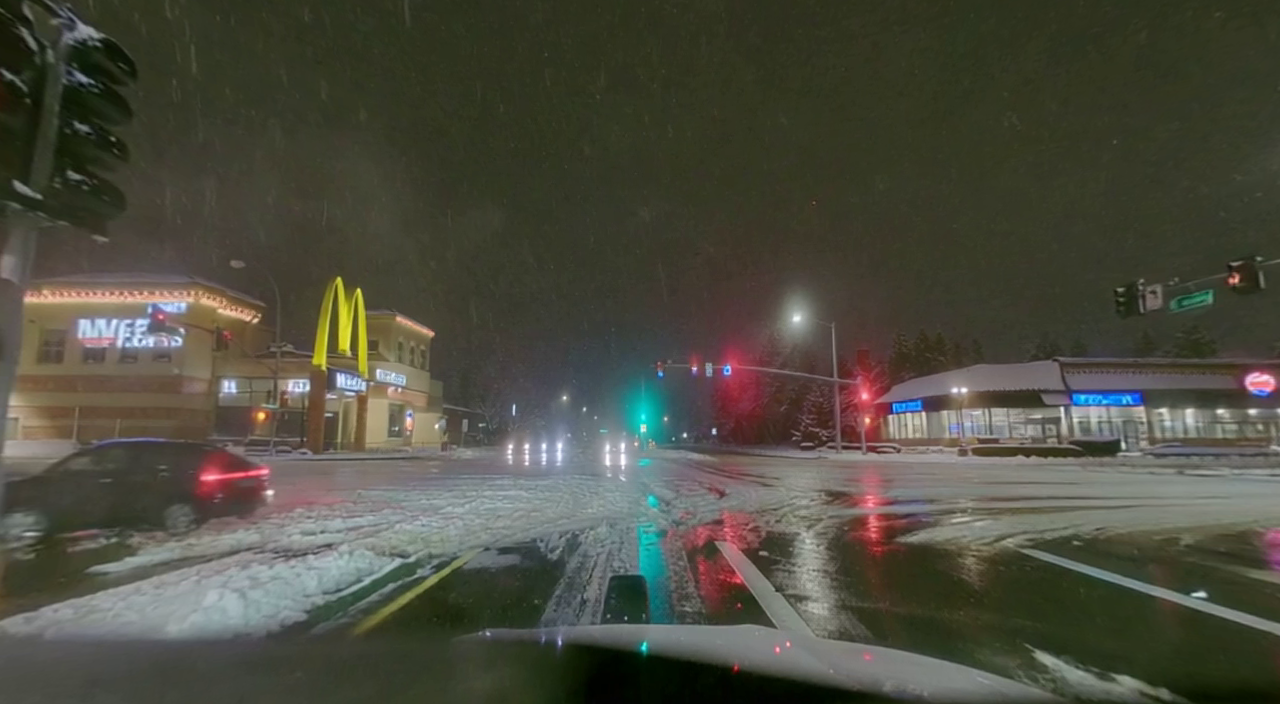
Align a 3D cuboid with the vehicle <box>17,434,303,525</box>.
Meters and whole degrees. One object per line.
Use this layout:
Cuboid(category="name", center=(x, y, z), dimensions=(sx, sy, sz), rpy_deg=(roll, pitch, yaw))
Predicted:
Cuboid(category="vehicle", center=(-8.940, 2.384, 12.424), dimensions=(2.086, 1.447, 4.493), rpy_deg=(0, -8, 0))
